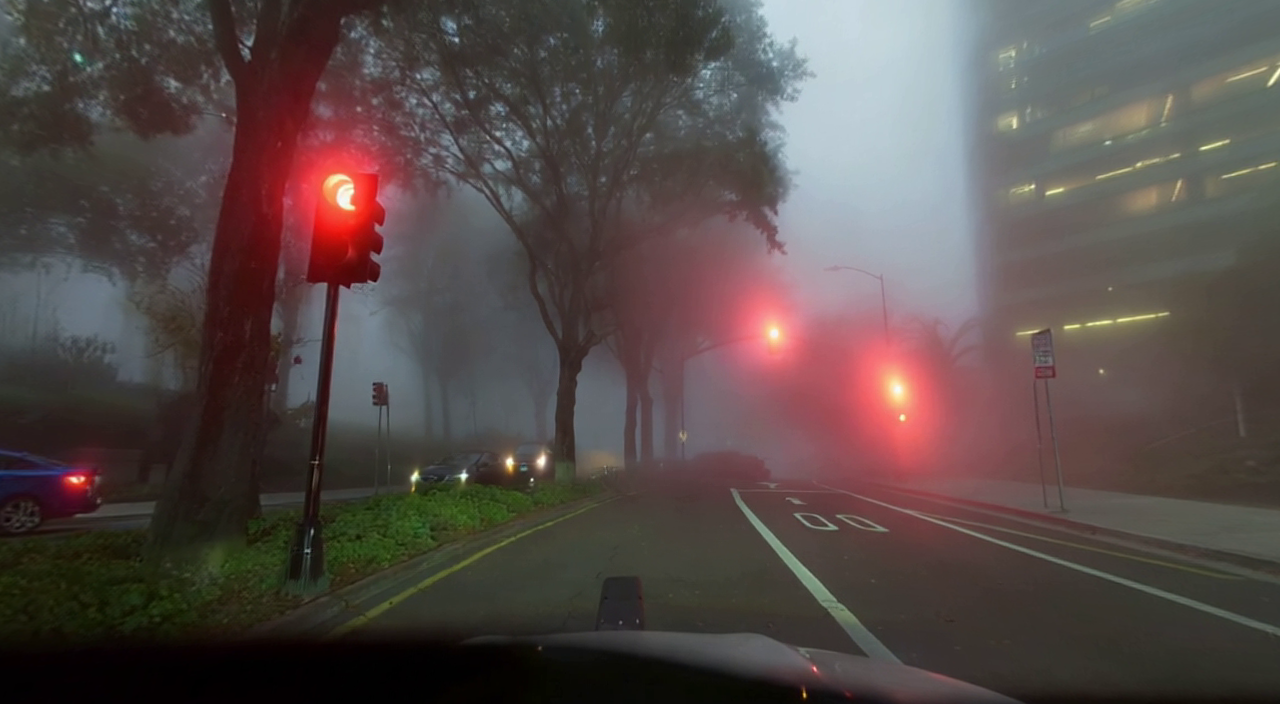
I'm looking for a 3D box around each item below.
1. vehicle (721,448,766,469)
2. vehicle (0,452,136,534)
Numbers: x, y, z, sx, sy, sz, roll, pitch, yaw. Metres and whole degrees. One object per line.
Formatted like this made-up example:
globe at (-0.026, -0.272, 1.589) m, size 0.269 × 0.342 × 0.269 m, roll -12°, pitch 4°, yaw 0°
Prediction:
vehicle at (7.860, 8.126, 48.415) m, size 1.829 × 1.440 × 4.384 m, roll 2°, pitch -9°, yaw -14°
vehicle at (-12.858, 2.715, 12.271) m, size 4.598 × 1.490 × 1.816 m, roll 7°, pitch -11°, yaw -40°
